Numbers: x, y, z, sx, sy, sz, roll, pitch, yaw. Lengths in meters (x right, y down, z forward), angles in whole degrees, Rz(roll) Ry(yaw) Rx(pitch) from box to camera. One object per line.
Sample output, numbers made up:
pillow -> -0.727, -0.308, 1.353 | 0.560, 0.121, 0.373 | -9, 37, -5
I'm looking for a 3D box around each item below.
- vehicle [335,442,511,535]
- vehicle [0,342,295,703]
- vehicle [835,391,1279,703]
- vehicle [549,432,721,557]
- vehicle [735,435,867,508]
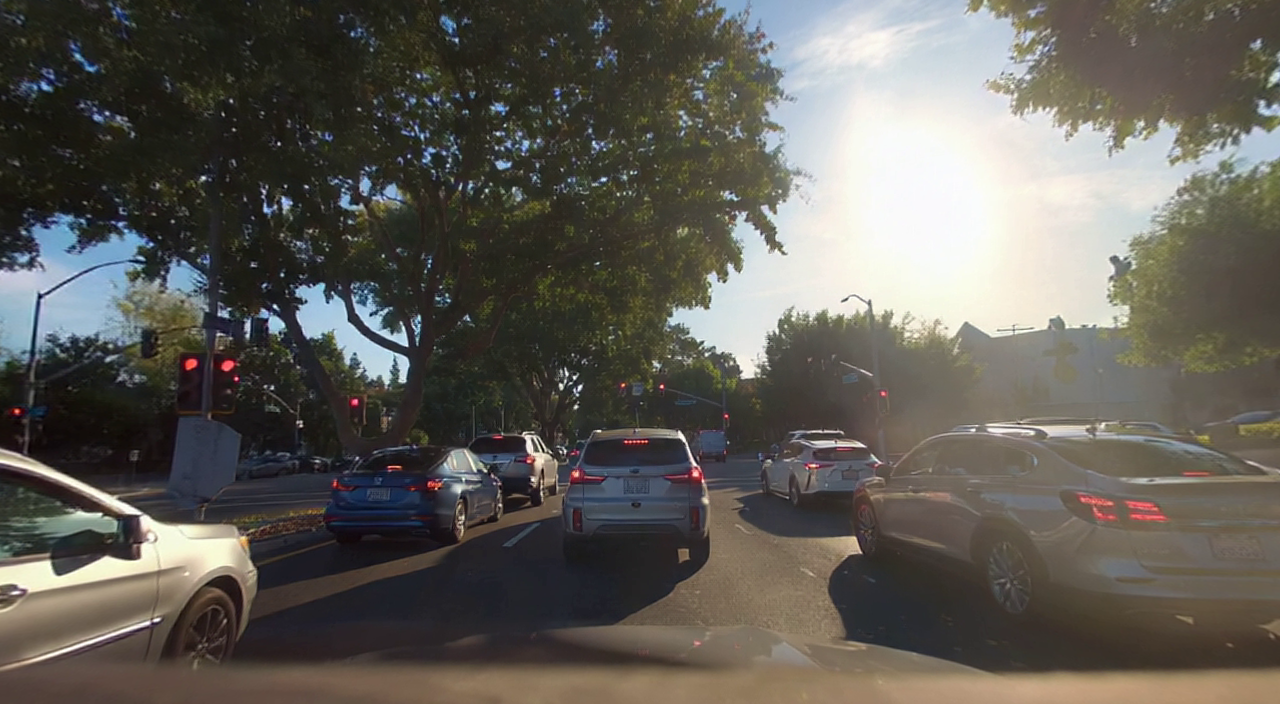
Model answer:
vehicle -> -3.926, 2.508, 12.331 | 1.919, 1.459, 4.371 | 0, -8, -1
vehicle -> -3.658, 0.842, 2.537 | 2.047, 1.764, 4.369 | 0, -8, 0
vehicle -> 3.392, 1.310, 5.427 | 1.933, 1.564, 4.600 | 0, -8, 0
vehicle -> -0.069, 2.004, 9.601 | 2.061, 1.470, 3.970 | 0, -8, 0
vehicle -> 3.651, 2.782, 15.240 | 1.922, 1.472, 4.440 | 0, -8, -1
